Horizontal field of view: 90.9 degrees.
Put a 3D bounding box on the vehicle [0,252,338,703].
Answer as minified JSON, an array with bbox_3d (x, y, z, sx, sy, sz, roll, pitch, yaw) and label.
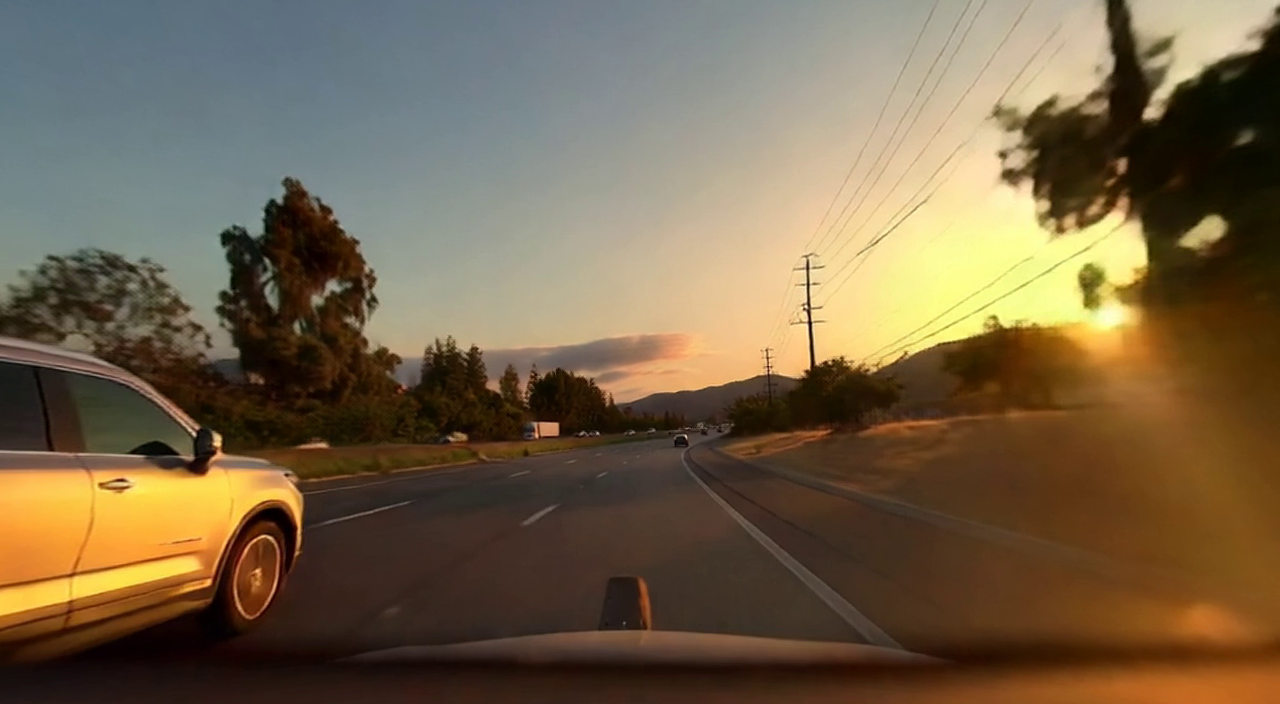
[{"bbox_3d":[-3.437,0.615,2.259,2.136,1.975,5.037,0,-8,1],"label":"vehicle"}]
